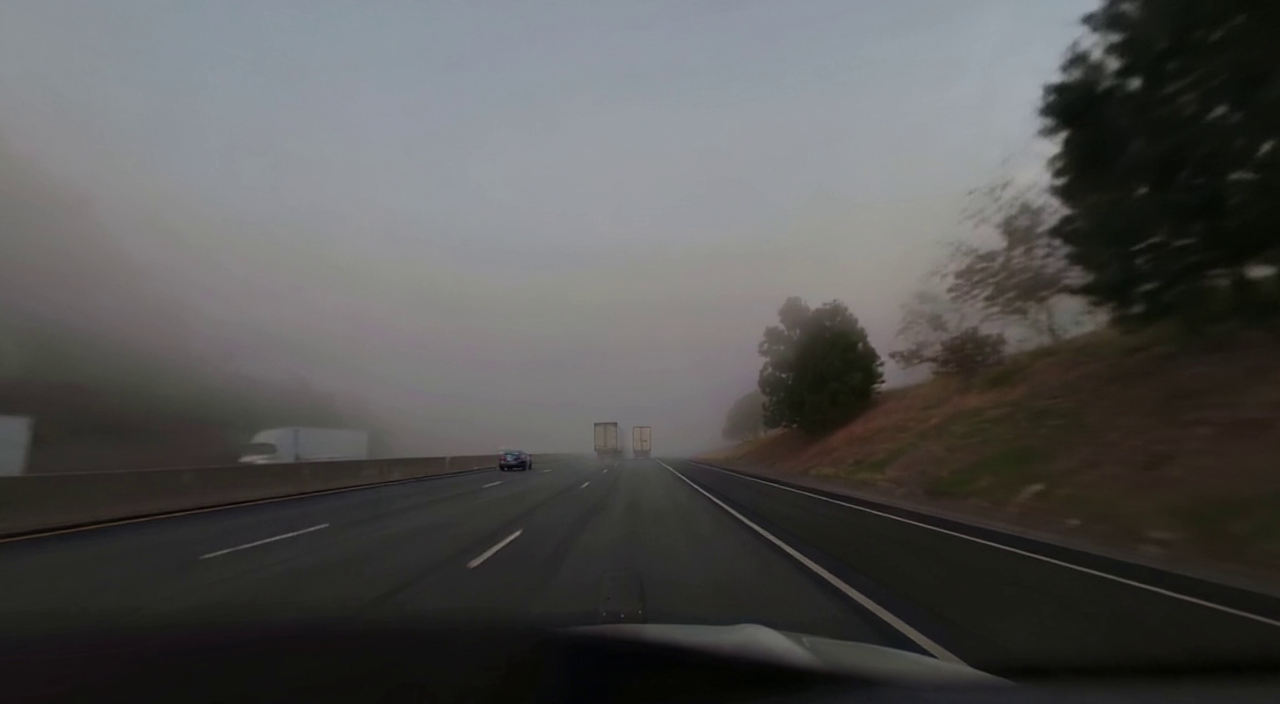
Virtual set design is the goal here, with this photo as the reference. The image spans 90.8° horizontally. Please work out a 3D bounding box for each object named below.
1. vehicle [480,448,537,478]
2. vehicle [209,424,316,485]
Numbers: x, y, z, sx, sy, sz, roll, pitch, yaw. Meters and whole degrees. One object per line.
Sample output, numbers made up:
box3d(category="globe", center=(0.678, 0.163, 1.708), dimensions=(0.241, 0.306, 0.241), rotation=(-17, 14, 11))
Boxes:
box3d(category="vehicle", center=(-7.115, 6.050, 34.632), dimensions=(2.036, 1.474, 5.011), rotation=(0, -9, 1))
box3d(category="vehicle", center=(-23.325, 6.368, 39.412), dimensions=(2.912, 3.456, 5.939), rotation=(0, -9, 0))
